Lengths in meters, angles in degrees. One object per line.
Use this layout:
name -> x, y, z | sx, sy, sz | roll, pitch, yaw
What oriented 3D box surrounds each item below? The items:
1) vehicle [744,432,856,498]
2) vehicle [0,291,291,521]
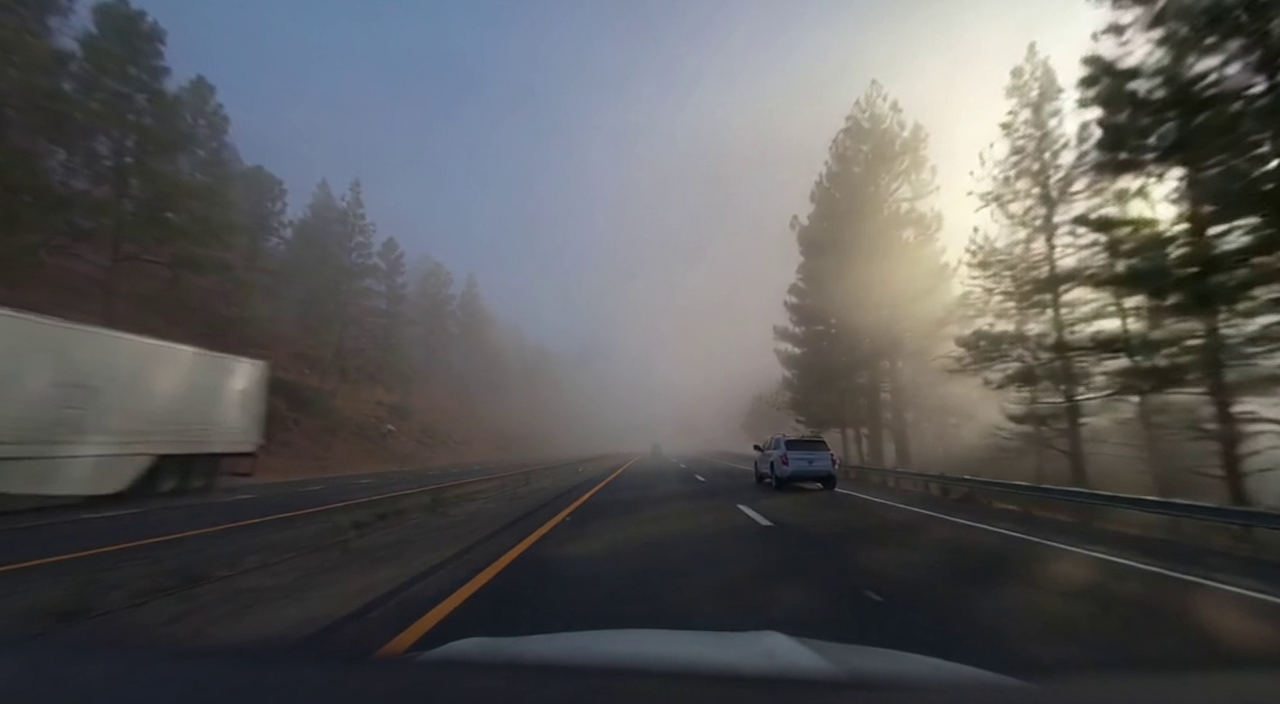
vehicle -> 4.583, 3.315, 18.967 | 2.098, 1.703, 4.862 | 0, -8, 0
vehicle -> -13.234, 1.186, 12.909 | 2.910, 4.204, 16.031 | 0, -8, 1
